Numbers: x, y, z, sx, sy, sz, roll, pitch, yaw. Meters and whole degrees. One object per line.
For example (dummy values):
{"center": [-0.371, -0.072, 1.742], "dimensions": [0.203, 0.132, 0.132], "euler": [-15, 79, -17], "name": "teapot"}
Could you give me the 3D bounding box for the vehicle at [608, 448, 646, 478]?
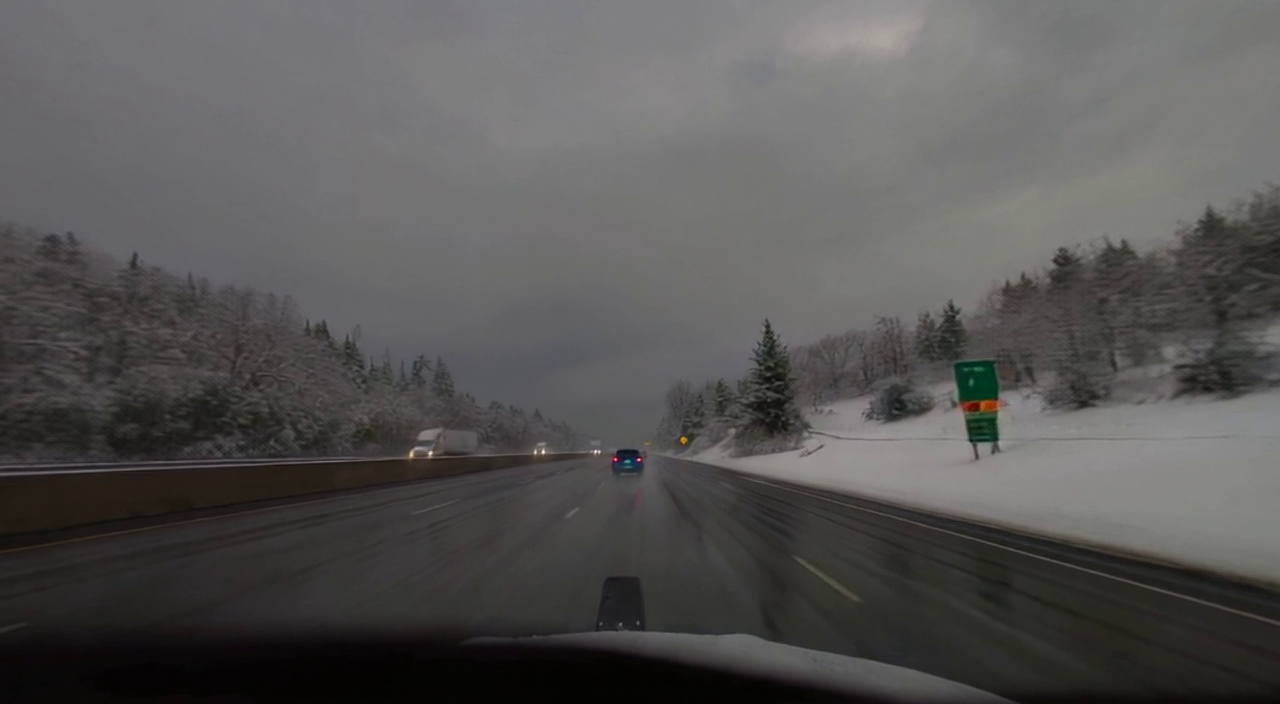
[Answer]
{"center": [-0.647, 6.000, 34.227], "dimensions": [1.908, 1.515, 3.871], "euler": [0, -9, 1], "name": "vehicle"}
